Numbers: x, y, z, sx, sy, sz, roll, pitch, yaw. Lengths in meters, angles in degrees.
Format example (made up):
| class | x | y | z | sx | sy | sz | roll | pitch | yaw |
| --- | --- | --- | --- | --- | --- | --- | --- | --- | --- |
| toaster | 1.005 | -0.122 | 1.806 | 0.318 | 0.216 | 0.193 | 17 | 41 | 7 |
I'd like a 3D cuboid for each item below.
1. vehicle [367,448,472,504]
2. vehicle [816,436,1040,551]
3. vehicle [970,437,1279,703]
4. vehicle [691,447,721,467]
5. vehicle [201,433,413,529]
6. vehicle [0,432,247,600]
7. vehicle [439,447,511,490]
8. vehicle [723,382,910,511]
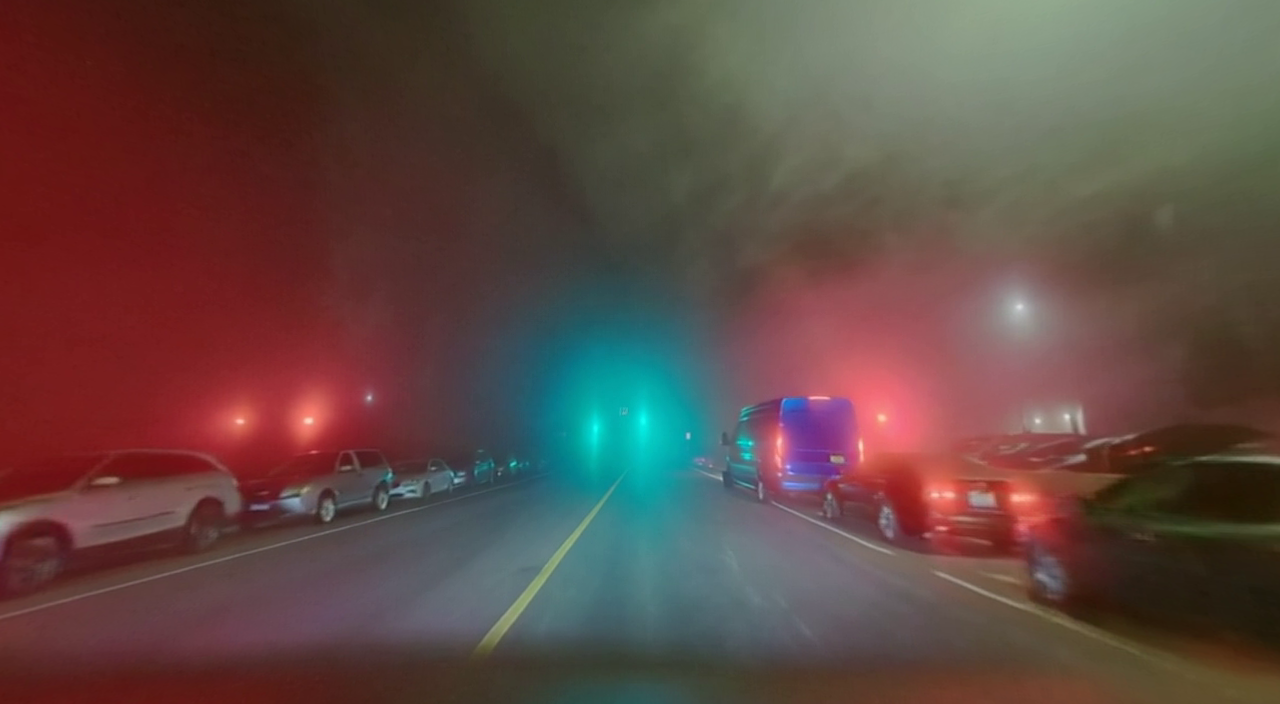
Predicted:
| class | x | y | z | sx | sy | sz | roll | pitch | yaw |
| --- | --- | --- | --- | --- | --- | --- | --- | --- | --- |
| vehicle | -6.904 | 3.885 | 20.251 | 1.718 | 1.435 | 4.370 | -3 | -8 | 2 |
| vehicle | 4.426 | 2.192 | 10.536 | 1.764 | 1.494 | 4.248 | 0 | -8 | 1 |
| vehicle | 4.352 | 1.281 | 4.066 | 1.762 | 1.444 | 4.906 | 0 | -8 | 0 |
| vehicle | 4.978 | 7.929 | 47.871 | 1.849 | 1.415 | 4.181 | 0 | -8 | 1 |
| vehicle | -7.049 | 2.741 | 14.138 | 1.984 | 1.745 | 4.866 | -1 | -8 | 2 |
| vehicle | -7.111 | 1.829 | 7.737 | 1.874 | 1.607 | 4.174 | -1 | -8 | 0 |
| vehicle | -6.695 | 4.739 | 25.976 | 1.832 | 1.439 | 4.337 | -2 | -7 | -1 |
| vehicle | 4.441 | 2.627 | 17.732 | 3.089 | 2.882 | 6.770 | 0 | -9 | -1 |
